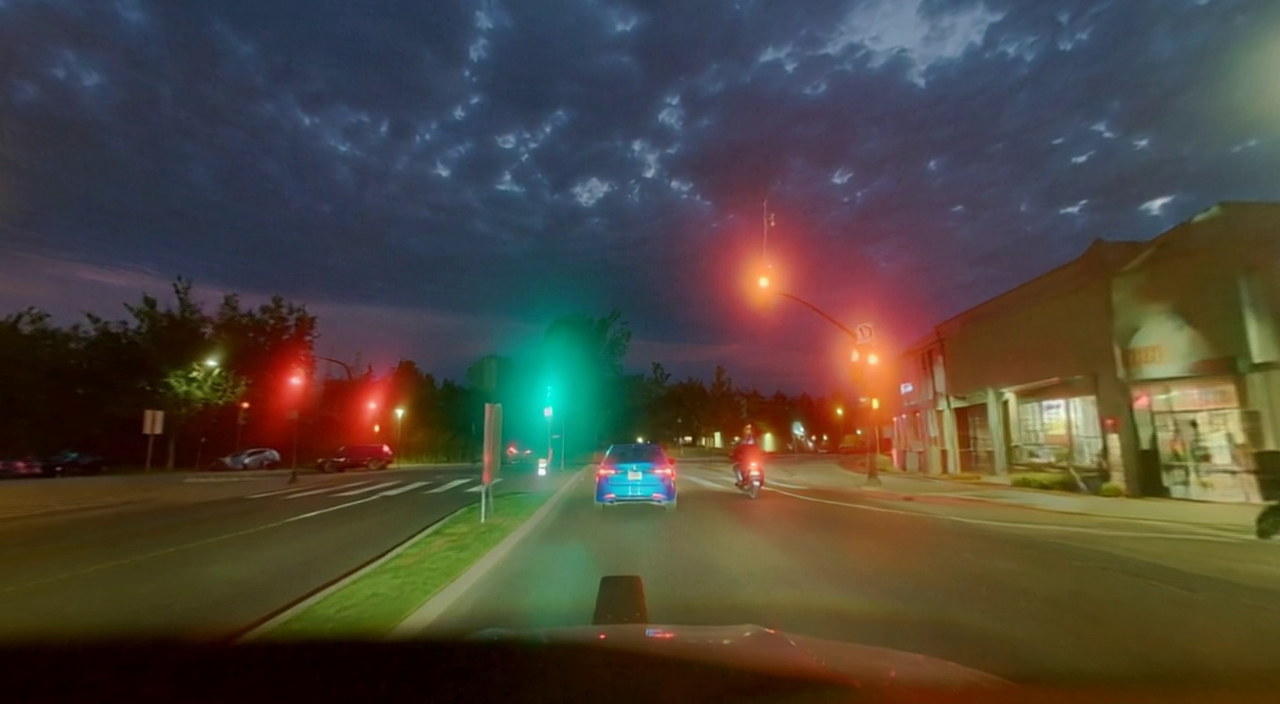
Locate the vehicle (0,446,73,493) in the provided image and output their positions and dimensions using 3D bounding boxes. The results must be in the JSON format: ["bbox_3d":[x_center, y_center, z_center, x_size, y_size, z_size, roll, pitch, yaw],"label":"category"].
[{"bbox_3d":[-26.510,4.831,26.182,4.653,1.795,2.163,-3,-9,17],"label":"vehicle"}]

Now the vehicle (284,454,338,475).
[{"bbox_3d":[-21.924,7.511,42.100,1.433,1.269,2.779,-5,-10,30],"label":"vehicle"}]

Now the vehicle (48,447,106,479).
[{"bbox_3d":[-41.113,8.047,45.960,4.948,2.124,2.261,-7,-11,39],"label":"vehicle"}]

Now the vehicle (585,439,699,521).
[{"bbox_3d":[-0.023,2.681,13.729,2.118,1.480,3.949,0,-9,-2],"label":"vehicle"}]

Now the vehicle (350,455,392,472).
[{"bbox_3d":[-19.725,8.168,46.233,1.259,1.181,2.744,-3,-9,20],"label":"vehicle"}]
